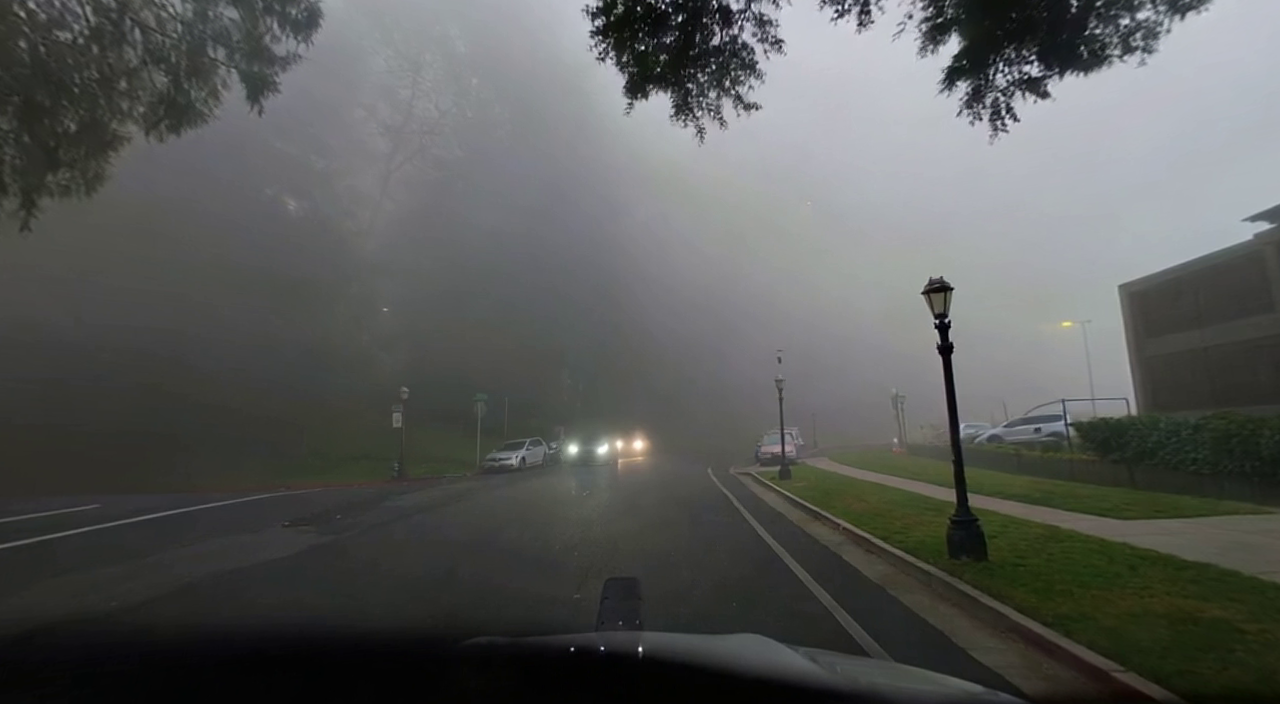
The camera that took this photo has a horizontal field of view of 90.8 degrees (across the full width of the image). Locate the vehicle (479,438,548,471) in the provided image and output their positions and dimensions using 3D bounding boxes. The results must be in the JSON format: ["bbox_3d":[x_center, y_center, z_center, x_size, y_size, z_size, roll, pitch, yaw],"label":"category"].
[{"bbox_3d":[-5.984,4.935,30.485,1.968,1.443,4.358,-1,-9,6],"label":"vehicle"}]

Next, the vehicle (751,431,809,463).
[{"bbox_3d":[6.778,4.640,31.065,1.918,1.461,4.419,-1,-8,1],"label":"vehicle"}]

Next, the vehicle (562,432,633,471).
[{"bbox_3d":[-1.656,4.163,26.534,2.056,1.508,4.596,-1,-9,8],"label":"vehicle"}]

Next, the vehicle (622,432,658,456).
[{"bbox_3d":[0.065,6.700,46.055,2.110,1.651,4.410,-1,-9,7],"label":"vehicle"}]
